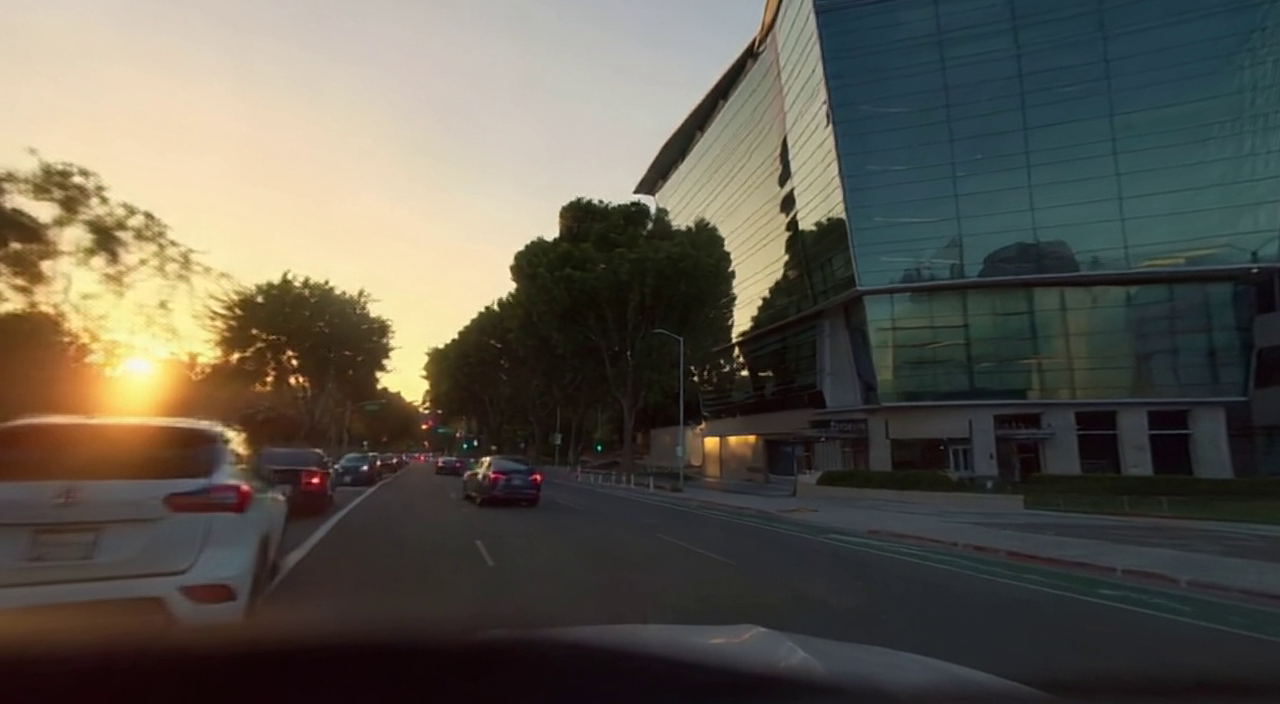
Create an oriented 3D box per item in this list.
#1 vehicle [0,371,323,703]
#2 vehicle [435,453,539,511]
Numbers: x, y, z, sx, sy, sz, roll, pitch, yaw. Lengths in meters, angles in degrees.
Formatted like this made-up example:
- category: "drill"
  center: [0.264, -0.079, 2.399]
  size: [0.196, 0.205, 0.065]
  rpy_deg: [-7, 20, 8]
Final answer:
- category: "vehicle"
  center: [-4.135, 1.366, 5.515]
  size: [2.275, 1.819, 4.883]
  rpy_deg: [4, -10, -26]
- category: "vehicle"
  center: [-4.956, 3.987, 19.748]
  size: [2.205, 1.537, 4.895]
  rpy_deg: [6, -11, -24]
